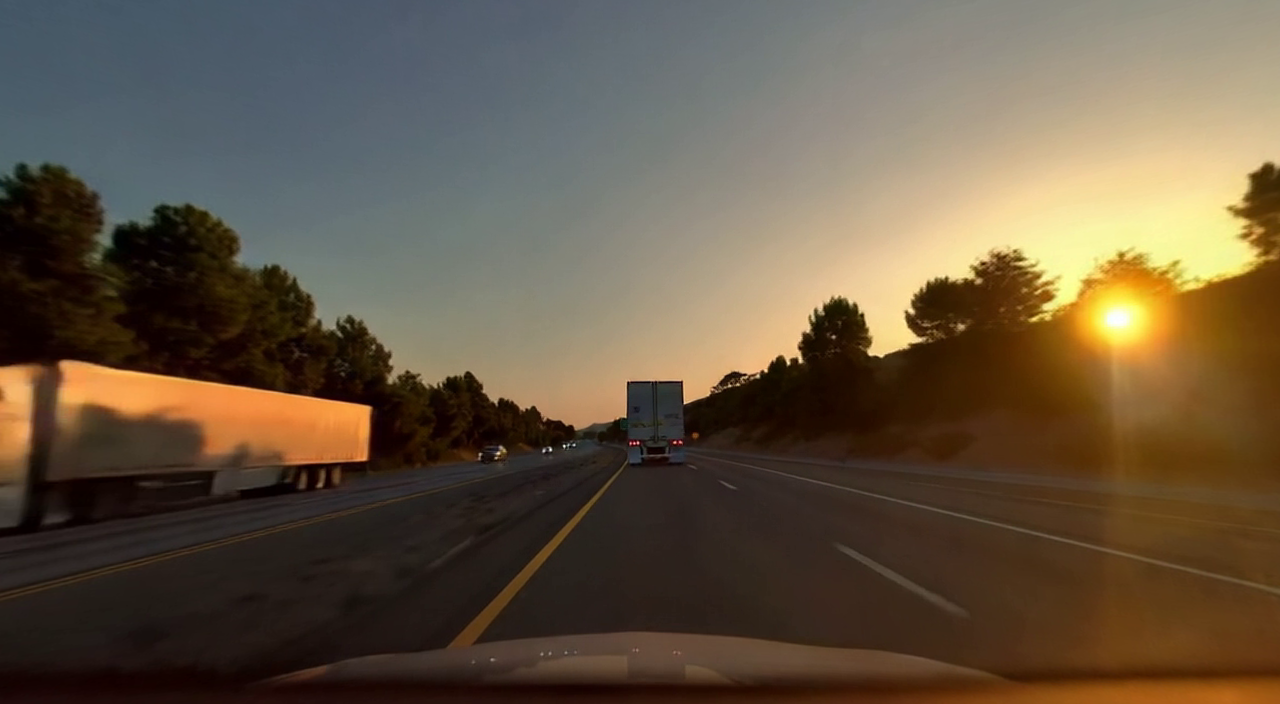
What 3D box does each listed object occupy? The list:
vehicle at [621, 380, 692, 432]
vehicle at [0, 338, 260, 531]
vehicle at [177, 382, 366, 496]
[{"bbox_3d":[0.555,2.355,26.132,2.509,1.890,4.732,0,-8,-3],"label":"vehicle"},{"bbox_3d":[-14.904,2.239,16.786,3.041,4.004,10.215,0,-8,0],"label":"vehicle"},{"bbox_3d":[-14.855,3.650,26.470,2.881,3.996,8.221,-1,-8,0],"label":"vehicle"}]
